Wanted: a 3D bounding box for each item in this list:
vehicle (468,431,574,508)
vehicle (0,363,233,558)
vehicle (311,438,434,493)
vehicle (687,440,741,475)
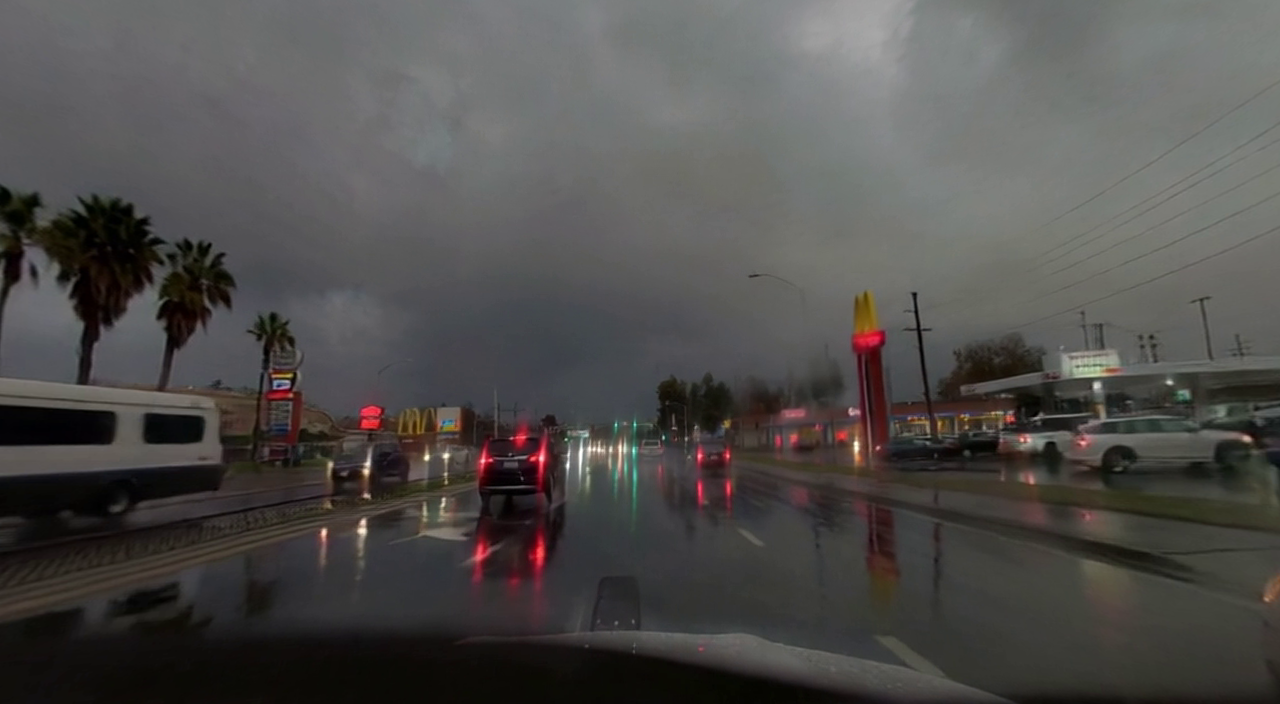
[{"bbox_3d":[-2.658,2.728,15.085,2.021,1.550,4.090,1,-9,-4],"label":"vehicle"},{"bbox_3d":[-11.199,1.789,10.807,2.662,2.995,8.344,1,-7,2],"label":"vehicle"},{"bbox_3d":[-10.050,4.279,24.236,2.169,1.853,4.853,-1,-9,6],"label":"vehicle"},{"bbox_3d":[3.264,4.775,28.752,1.889,1.448,4.262,0,-9,0],"label":"vehicle"}]
